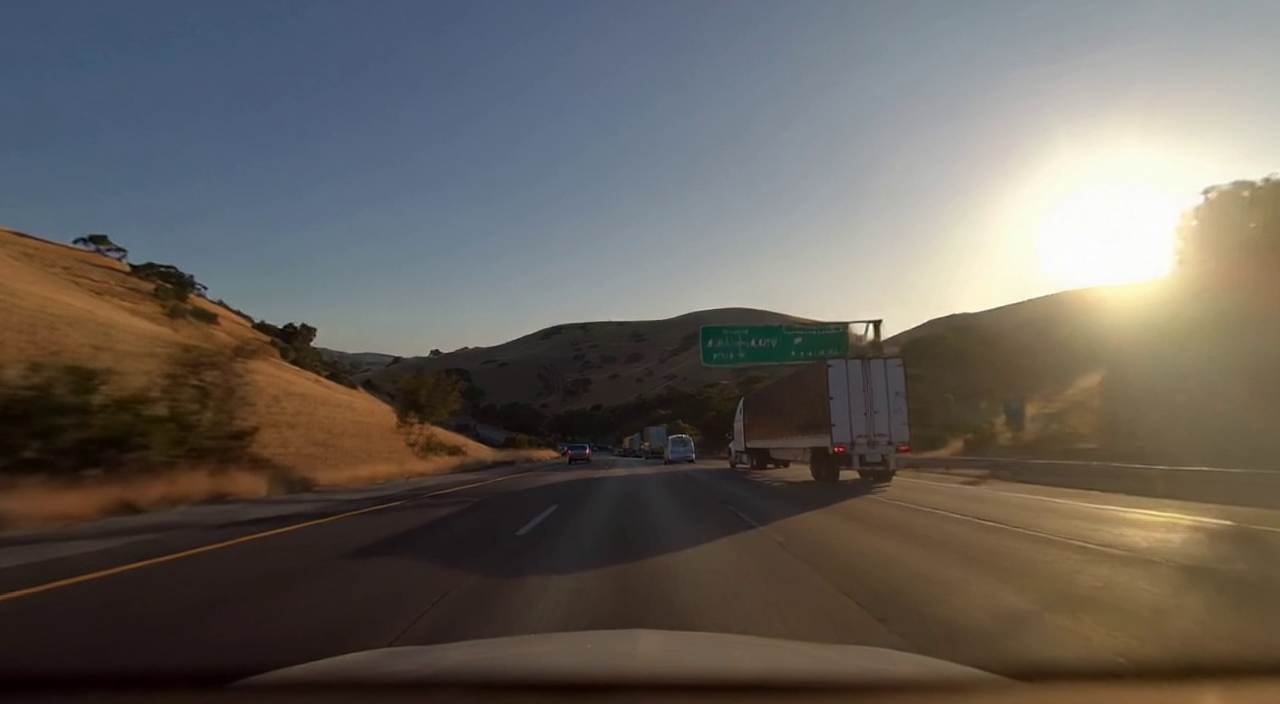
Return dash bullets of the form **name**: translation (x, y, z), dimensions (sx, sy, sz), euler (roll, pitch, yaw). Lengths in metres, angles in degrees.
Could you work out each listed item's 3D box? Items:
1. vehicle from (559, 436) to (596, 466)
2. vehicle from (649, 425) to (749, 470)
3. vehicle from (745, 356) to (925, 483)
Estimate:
- **vehicle**: translation (-4.346, 6.992, 44.794), dimensions (2.193, 1.977, 4.759), euler (0, -8, 0)
- **vehicle**: translation (3.089, 5.156, 34.094), dimensions (5.075, 2.277, 2.365), euler (0, -8, -3)
- **vehicle**: translation (7.762, 3.414, 29.027), dimensions (2.935, 4.187, 16.357), euler (0, -8, -1)
